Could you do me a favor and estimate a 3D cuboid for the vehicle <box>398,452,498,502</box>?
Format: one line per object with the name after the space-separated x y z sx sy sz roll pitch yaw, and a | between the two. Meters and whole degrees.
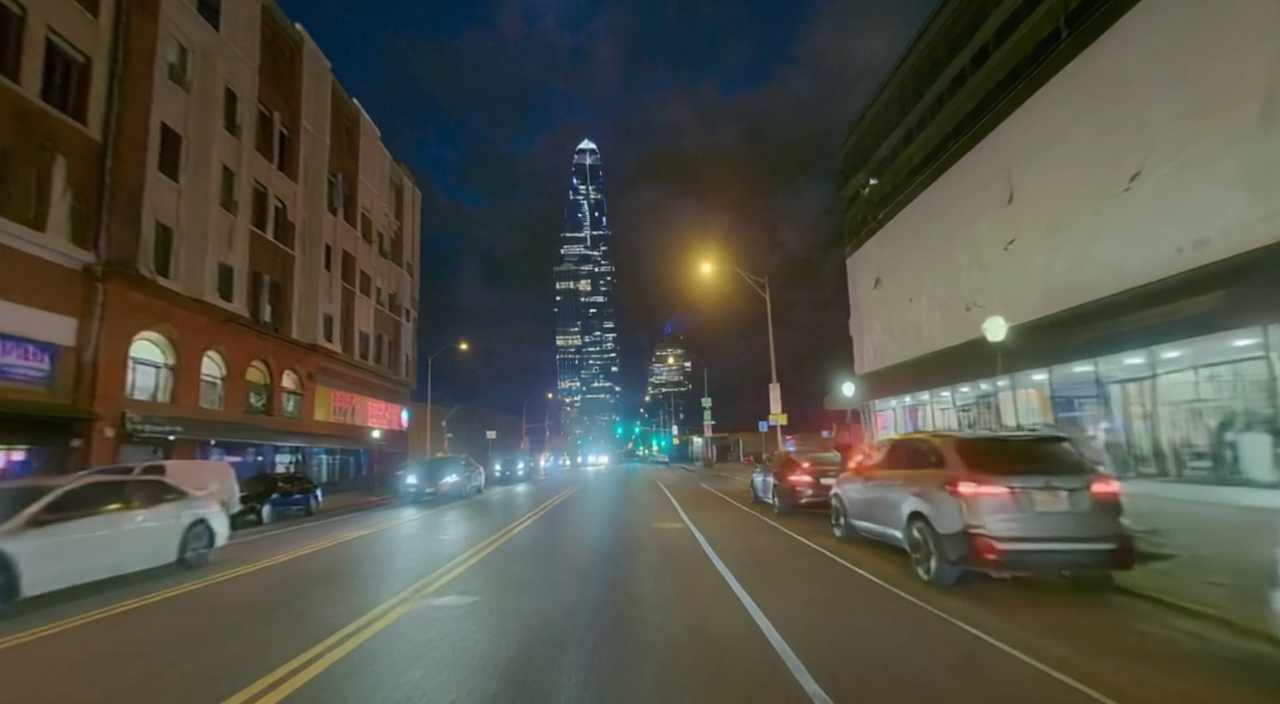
-6.516 4.270 22.121 1.993 1.484 4.812 0 -8 0 | vehicle

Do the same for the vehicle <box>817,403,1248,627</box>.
3.810 1.653 7.513 1.881 1.751 4.859 0 -8 -2 | vehicle

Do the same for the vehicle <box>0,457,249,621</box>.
-7.141 2.052 7.494 2.009 1.488 4.650 0 -8 0 | vehicle

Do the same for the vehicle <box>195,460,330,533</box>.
-11.165 4.239 18.996 1.812 1.538 3.761 -3 -5 0 | vehicle

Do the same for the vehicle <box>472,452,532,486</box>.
-6.674 5.703 31.146 1.962 1.475 4.580 0 -8 0 | vehicle
